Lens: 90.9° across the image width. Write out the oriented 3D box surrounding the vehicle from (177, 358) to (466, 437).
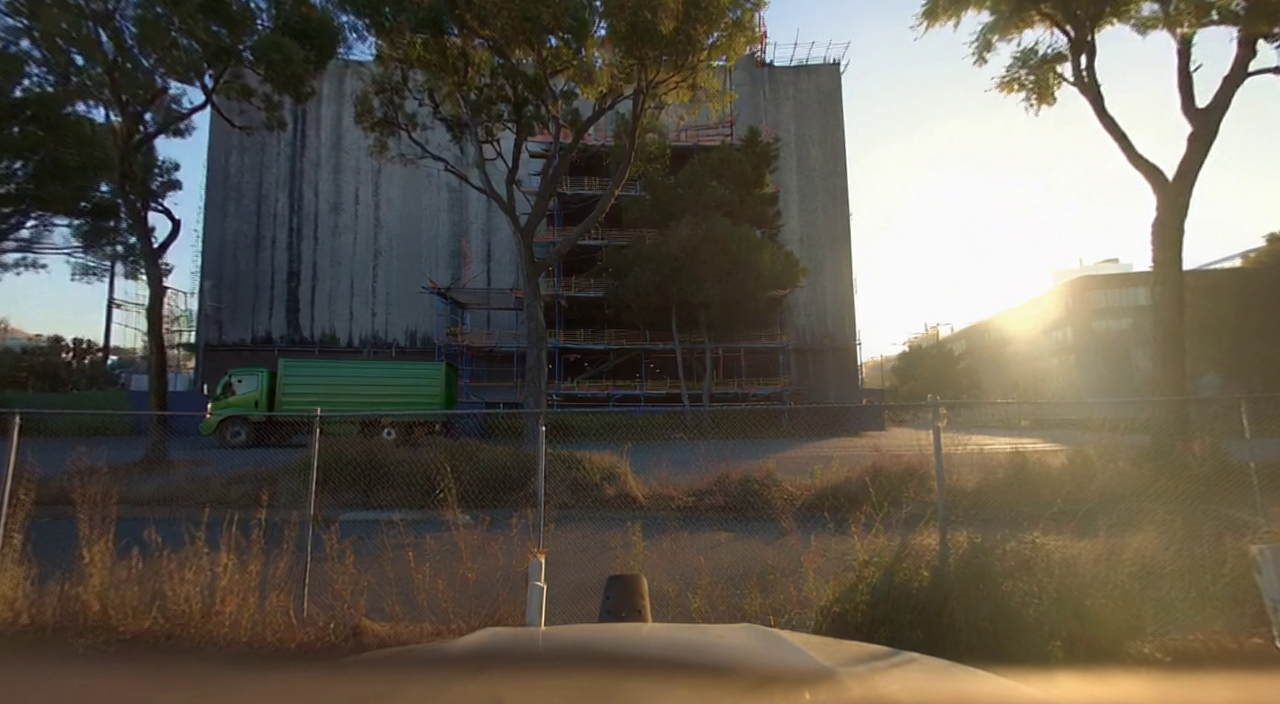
[{"bbox_3d":[-17.218,2.676,35.219,14.067,4.099,2.832,1,-9,-7],"label":"vehicle"}]
